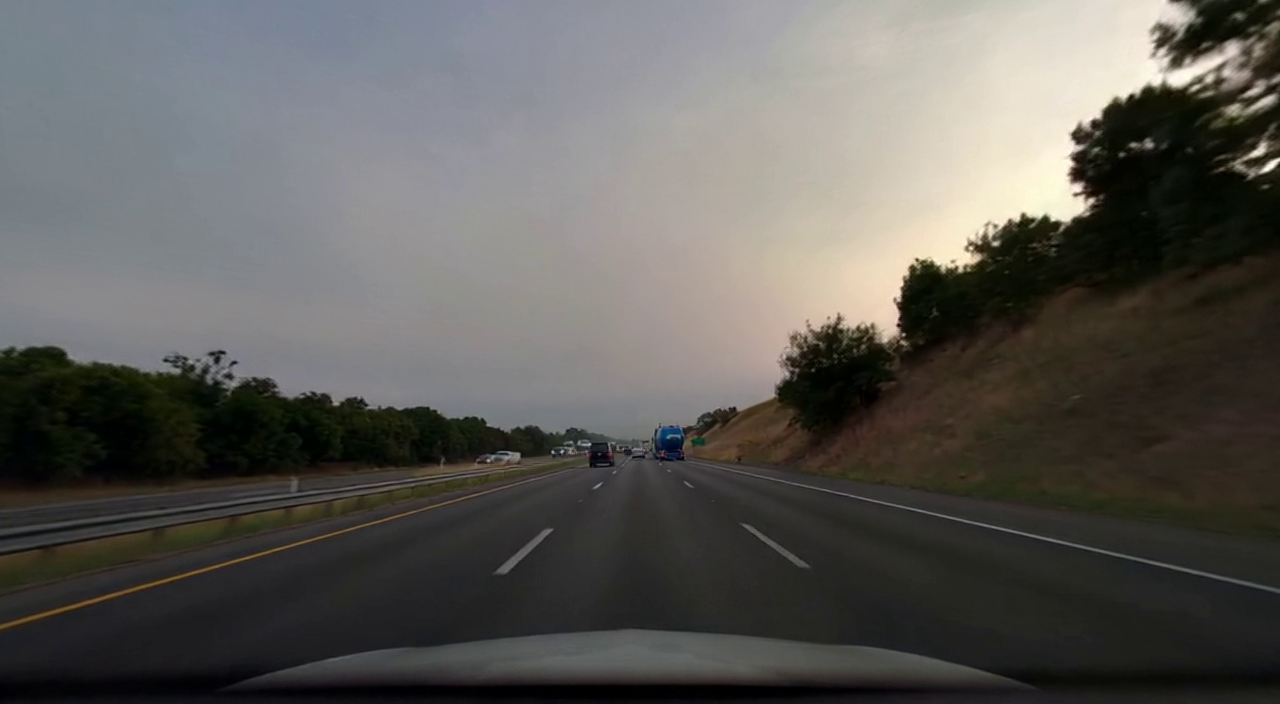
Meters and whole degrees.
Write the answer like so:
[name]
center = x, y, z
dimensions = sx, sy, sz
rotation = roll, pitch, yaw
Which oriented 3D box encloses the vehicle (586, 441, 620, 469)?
[vehicle]
center = -2.701, 7.667, 47.197
dimensions = 2.190, 1.949, 4.883
rotation = 0, -9, 0
